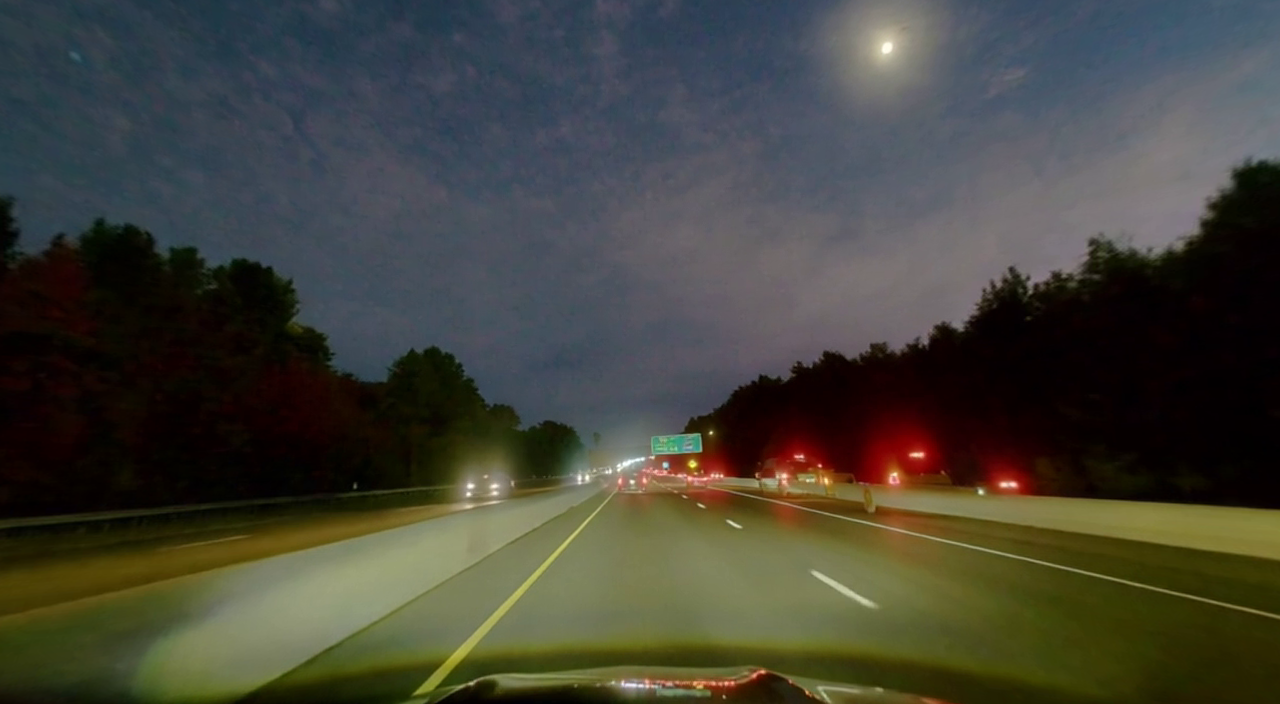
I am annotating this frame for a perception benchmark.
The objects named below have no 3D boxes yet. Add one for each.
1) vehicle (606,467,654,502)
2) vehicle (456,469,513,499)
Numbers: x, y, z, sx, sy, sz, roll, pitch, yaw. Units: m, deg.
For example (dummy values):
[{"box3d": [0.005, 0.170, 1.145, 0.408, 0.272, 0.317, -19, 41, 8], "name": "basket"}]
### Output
[{"box3d": [-0.433, 6.094, 29.316, 2.060, 1.473, 3.726, 1, -10, 0], "name": "vehicle"}, {"box3d": [-8.295, 7.066, 33.920, 1.970, 1.493, 3.879, 0, -10, 1], "name": "vehicle"}]
